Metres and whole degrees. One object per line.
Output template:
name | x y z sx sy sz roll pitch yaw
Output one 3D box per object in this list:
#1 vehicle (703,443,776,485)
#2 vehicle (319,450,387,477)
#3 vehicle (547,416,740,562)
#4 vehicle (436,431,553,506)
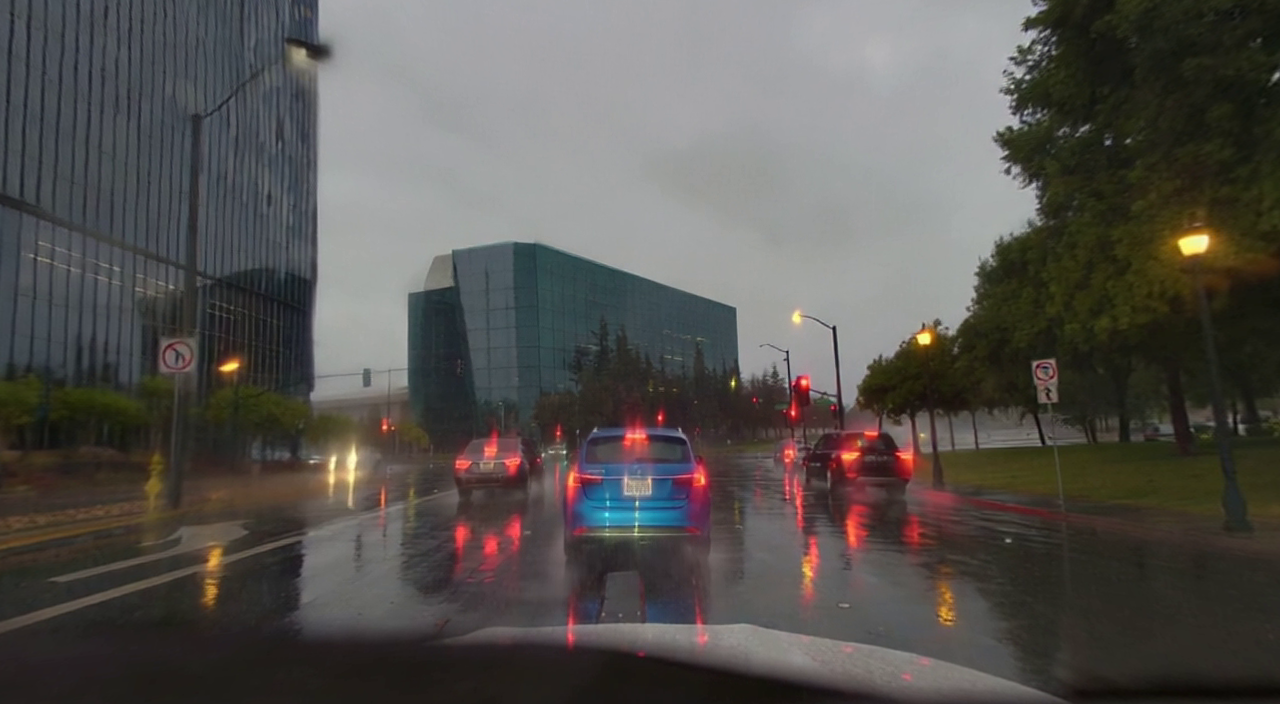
vehicle | 3.731 4.256 24.448 2.082 1.445 4.426 0 -8 0
vehicle | -16.571 6.460 36.781 1.826 1.422 4.490 0 -8 1
vehicle | 0.023 1.881 9.404 2.207 1.659 4.155 0 -8 0
vehicle | -3.607 2.979 16.578 2.068 1.678 4.199 0 -8 0
